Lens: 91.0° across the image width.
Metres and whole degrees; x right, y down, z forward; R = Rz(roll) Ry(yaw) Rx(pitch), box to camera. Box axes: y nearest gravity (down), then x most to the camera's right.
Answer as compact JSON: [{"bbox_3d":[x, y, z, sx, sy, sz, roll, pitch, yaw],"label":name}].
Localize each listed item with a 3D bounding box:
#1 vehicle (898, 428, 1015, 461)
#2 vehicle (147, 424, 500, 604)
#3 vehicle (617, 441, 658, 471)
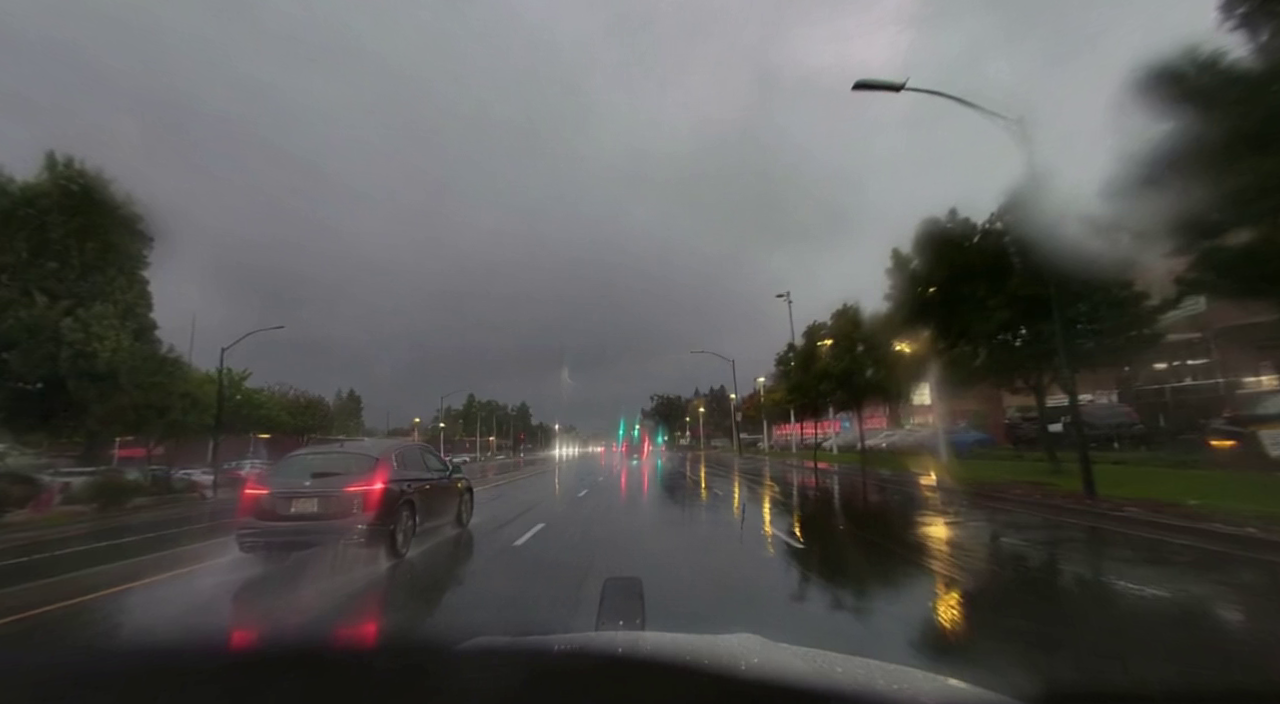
[{"bbox_3d":[14.682,4.326,29.417,4.363,1.485,1.964,0,-9,1],"label":"vehicle"},{"bbox_3d":[-3.154,1.690,7.524,1.939,1.496,4.309,0,-9,1],"label":"vehicle"},{"bbox_3d":[-0.136,5.460,33.201,2.019,1.459,4.005,0,-9,-1],"label":"vehicle"}]
